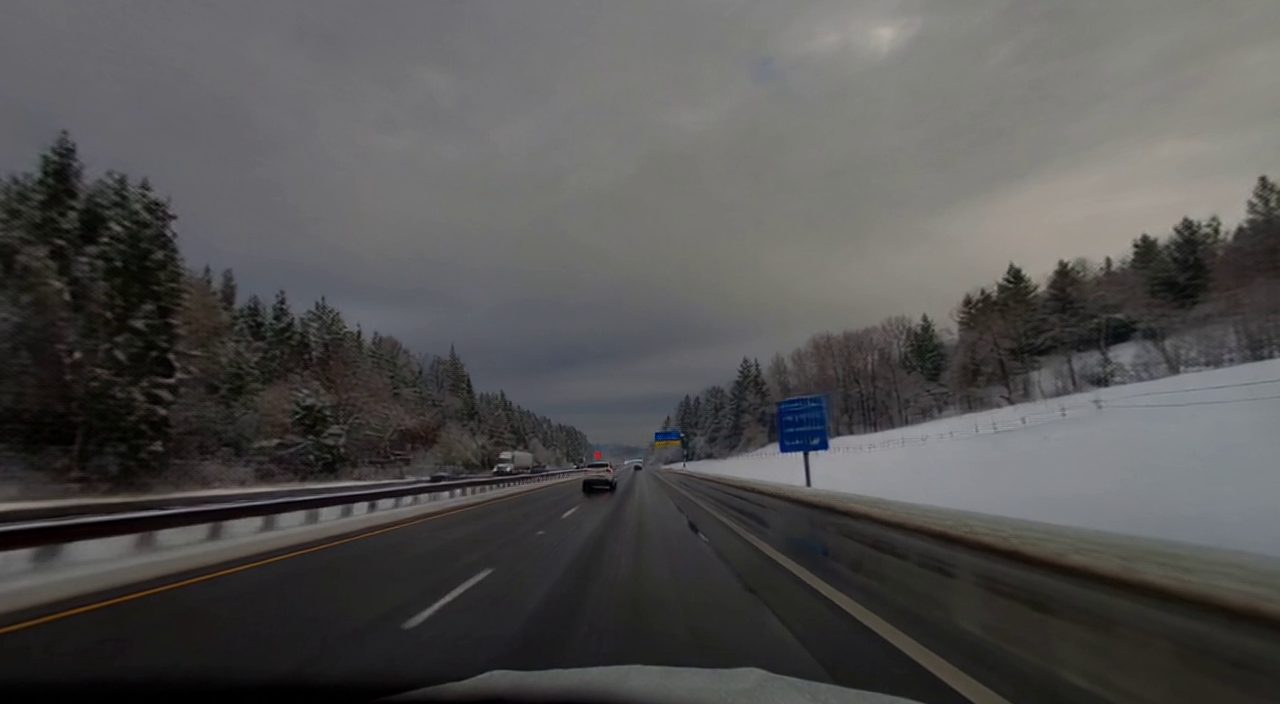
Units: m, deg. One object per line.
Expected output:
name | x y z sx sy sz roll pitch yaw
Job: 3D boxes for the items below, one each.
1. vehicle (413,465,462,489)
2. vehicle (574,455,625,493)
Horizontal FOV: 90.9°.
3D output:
vehicle | -12.839 7.939 40.230 1.810 1.418 3.958 1 -10 0
vehicle | -1.877 5.895 30.506 2.104 1.655 4.039 0 -10 2
